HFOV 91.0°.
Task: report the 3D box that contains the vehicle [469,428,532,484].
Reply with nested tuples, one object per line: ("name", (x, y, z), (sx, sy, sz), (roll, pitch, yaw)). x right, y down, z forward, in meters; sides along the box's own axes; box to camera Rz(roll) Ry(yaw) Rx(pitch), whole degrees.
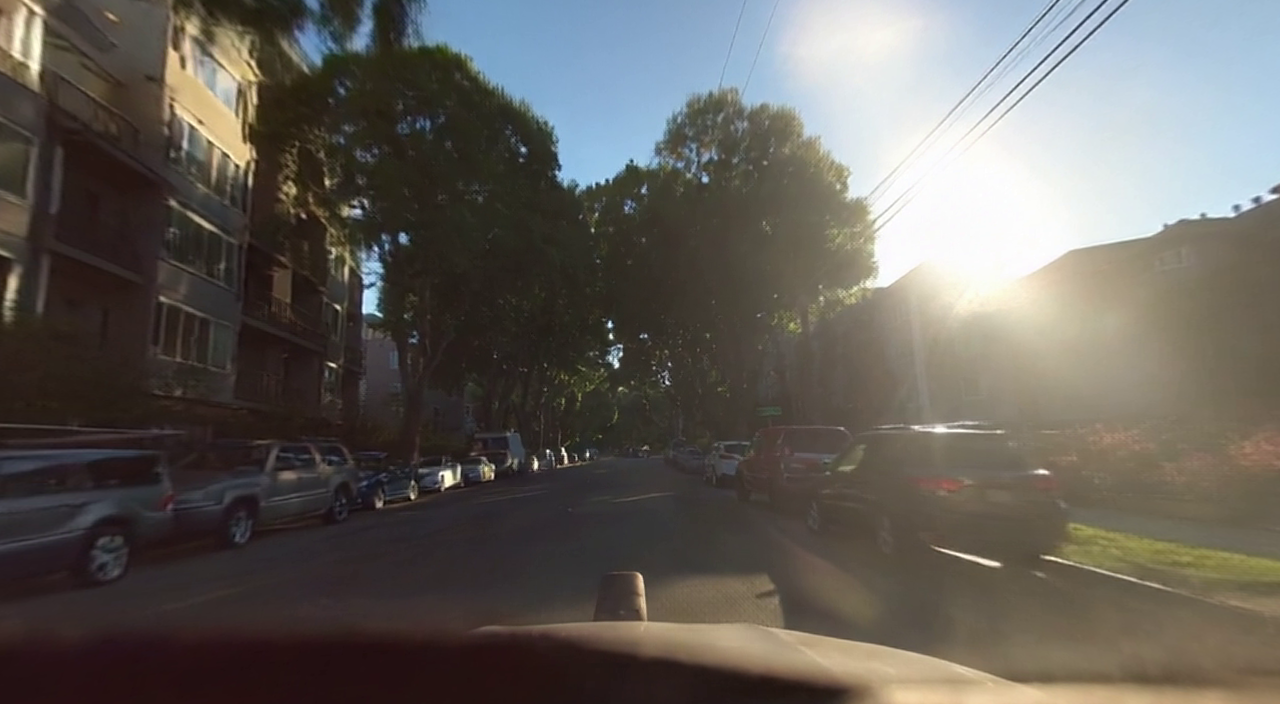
("vehicle", (-7.625, 5.748, 34.980), (2.294, 2.707, 6.199), (-2, -9, -2))

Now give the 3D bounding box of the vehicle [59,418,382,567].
("vehicle", (-7.382, 2.575, 12.302), (2.205, 2.051, 6.109), (-3, -10, -1))

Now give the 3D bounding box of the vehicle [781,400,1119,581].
("vehicle", (3.858, 1.849, 9.309), (2.214, 1.885, 5.268), (0, -9, -1))

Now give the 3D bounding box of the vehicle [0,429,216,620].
("vehicle", (-7.273, 1.743, 6.245), (2.384, 1.781, 5.492), (-3, -10, -1))
